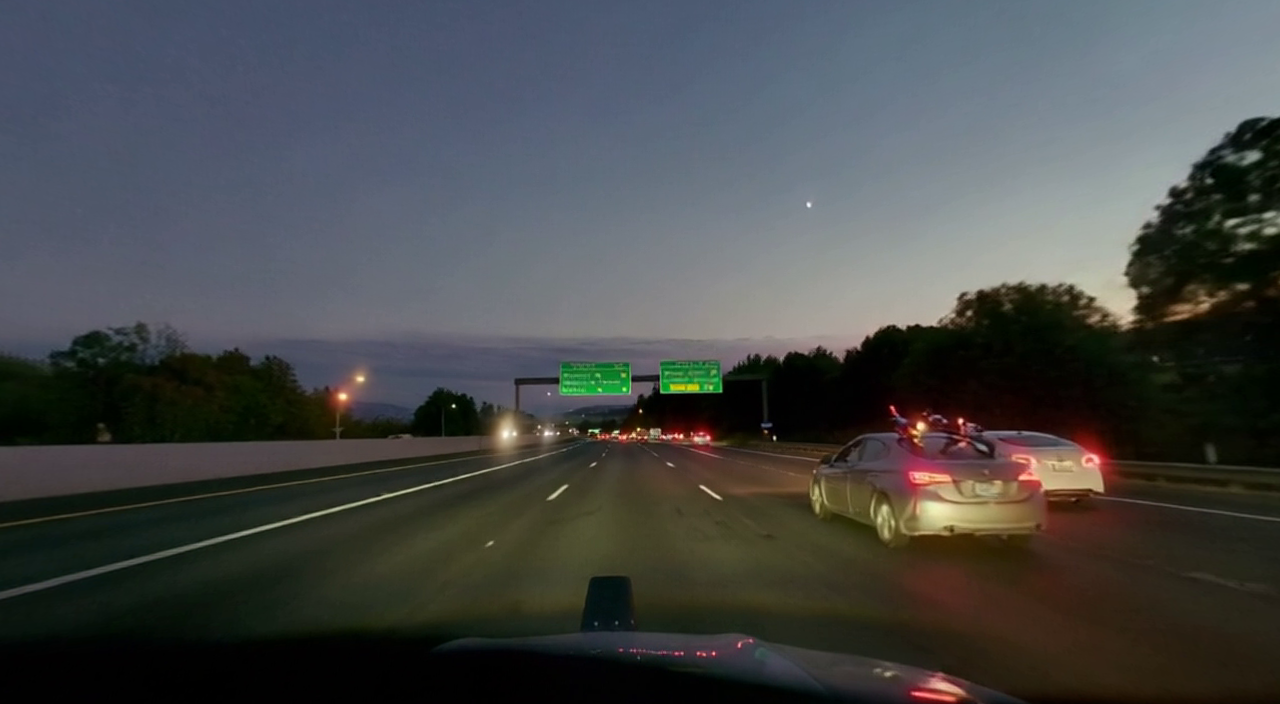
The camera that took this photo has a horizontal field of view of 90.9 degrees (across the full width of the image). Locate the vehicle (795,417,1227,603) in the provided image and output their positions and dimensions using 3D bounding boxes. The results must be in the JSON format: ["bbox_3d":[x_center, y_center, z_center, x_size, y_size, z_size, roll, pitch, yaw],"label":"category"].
[{"bbox_3d":[3.506,1.540,7.300,2.094,1.441,4.568,0,-8,-3],"label":"vehicle"}]
